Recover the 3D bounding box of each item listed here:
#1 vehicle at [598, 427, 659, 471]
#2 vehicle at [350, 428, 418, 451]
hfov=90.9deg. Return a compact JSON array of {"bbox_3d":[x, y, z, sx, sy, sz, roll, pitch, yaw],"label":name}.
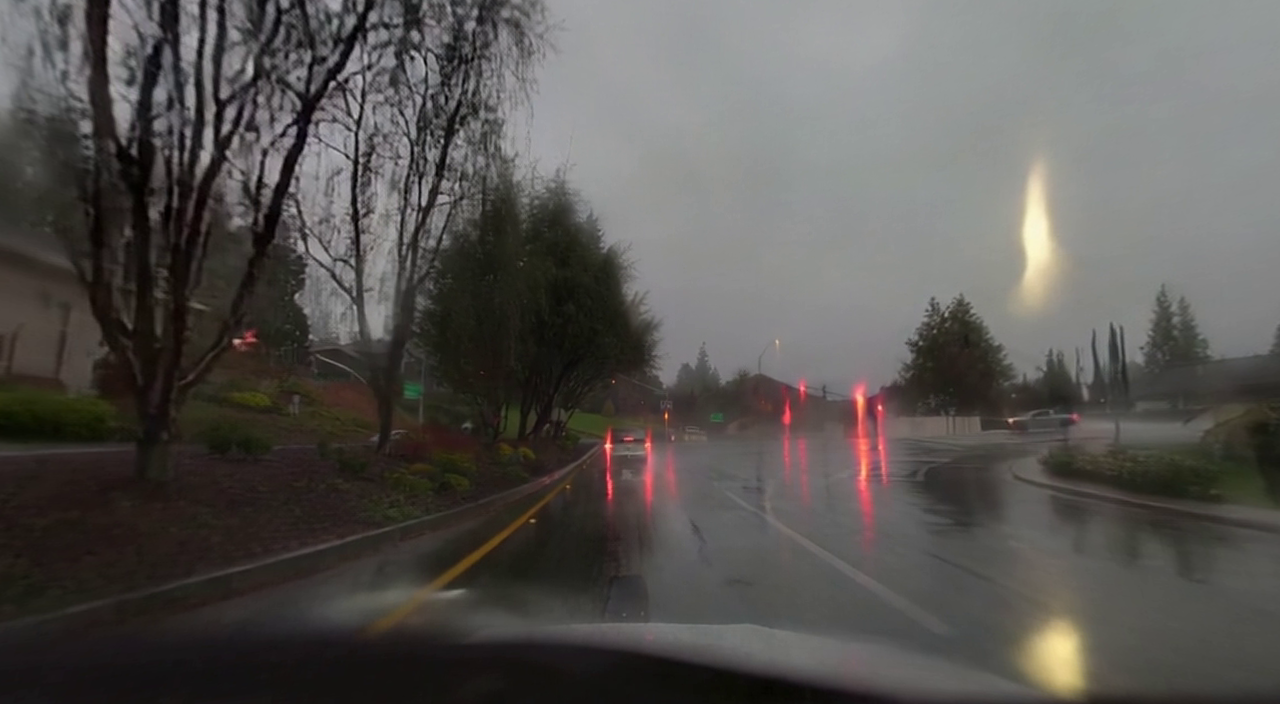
[{"bbox_3d":[-0.426,3.624,23.713,2.056,1.473,4.380,0,-8,-1],"label":"vehicle"},{"bbox_3d":[-18.772,6.426,46.324,4.200,1.639,1.844,-1,-8,-1],"label":"vehicle"}]
